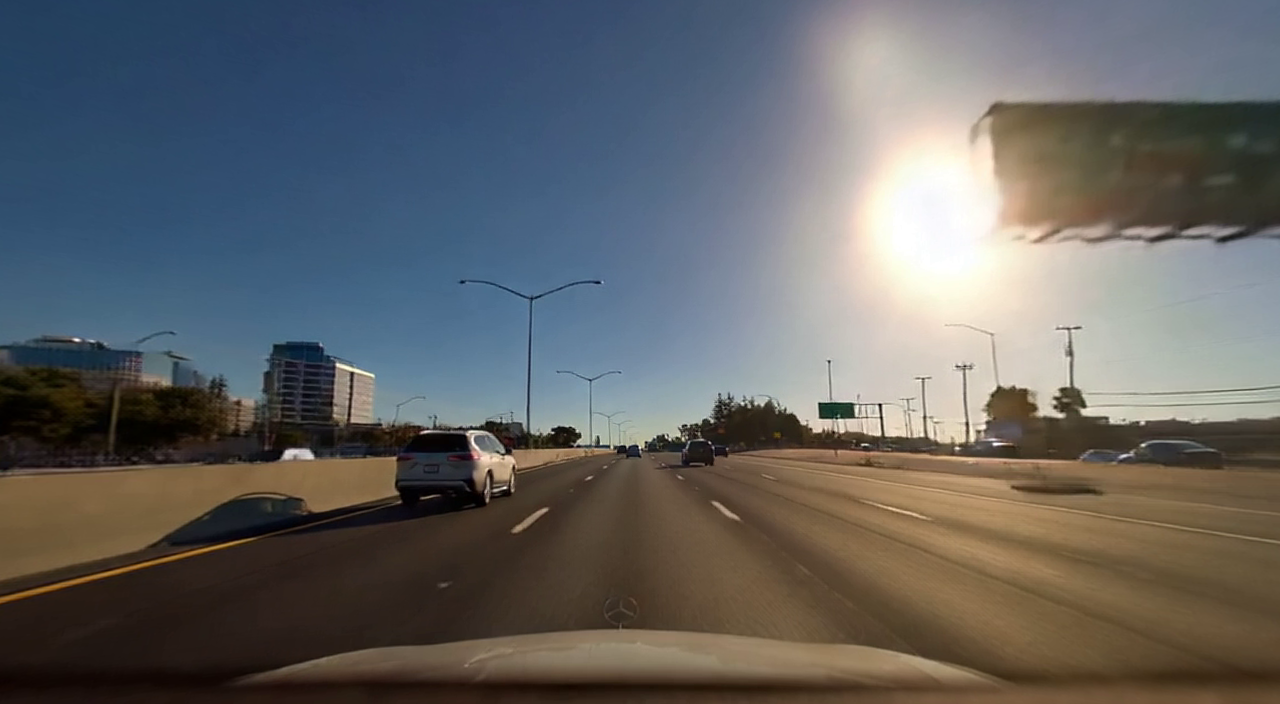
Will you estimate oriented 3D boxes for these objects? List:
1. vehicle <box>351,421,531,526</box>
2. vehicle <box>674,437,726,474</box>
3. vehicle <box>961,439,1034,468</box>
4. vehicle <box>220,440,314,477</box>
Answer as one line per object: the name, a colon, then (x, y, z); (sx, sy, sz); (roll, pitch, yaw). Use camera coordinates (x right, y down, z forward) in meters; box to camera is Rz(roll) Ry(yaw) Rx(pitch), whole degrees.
vehicle: (-3.653, 2.321, 12.662); (2.099, 1.682, 4.590); (0, -8, 0)
vehicle: (2.833, 4.962, 30.612); (1.997, 1.638, 4.281); (0, -8, -1)
vehicle: (23.163, 6.586, 41.205); (2.070, 1.782, 5.006); (-1, -8, 4)
vehicle: (-20.099, 5.726, 34.343); (2.062, 1.809, 5.001); (0, -8, -1)
